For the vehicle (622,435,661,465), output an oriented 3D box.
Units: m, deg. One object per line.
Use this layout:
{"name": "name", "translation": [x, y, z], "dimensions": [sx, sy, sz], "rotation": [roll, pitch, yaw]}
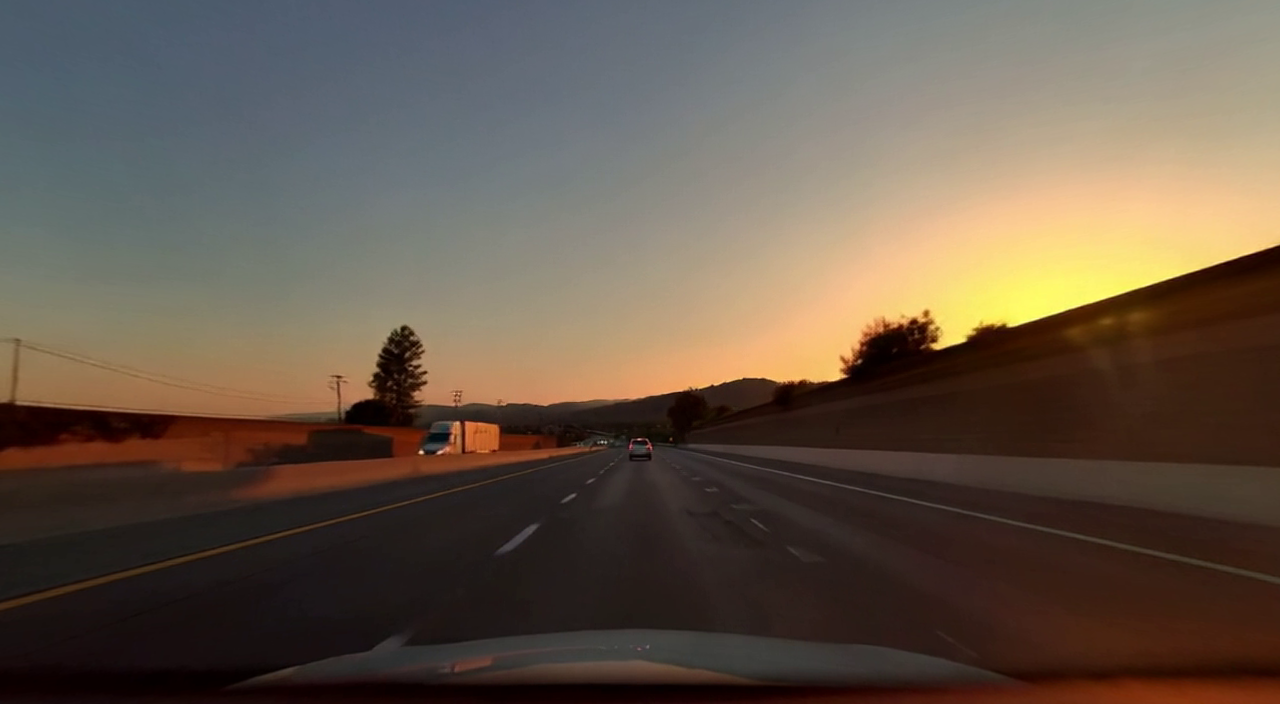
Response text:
{"name": "vehicle", "translation": [0.095, 5.723, 36.742], "dimensions": [2.111, 1.635, 4.177], "rotation": [0, -8, 0]}
